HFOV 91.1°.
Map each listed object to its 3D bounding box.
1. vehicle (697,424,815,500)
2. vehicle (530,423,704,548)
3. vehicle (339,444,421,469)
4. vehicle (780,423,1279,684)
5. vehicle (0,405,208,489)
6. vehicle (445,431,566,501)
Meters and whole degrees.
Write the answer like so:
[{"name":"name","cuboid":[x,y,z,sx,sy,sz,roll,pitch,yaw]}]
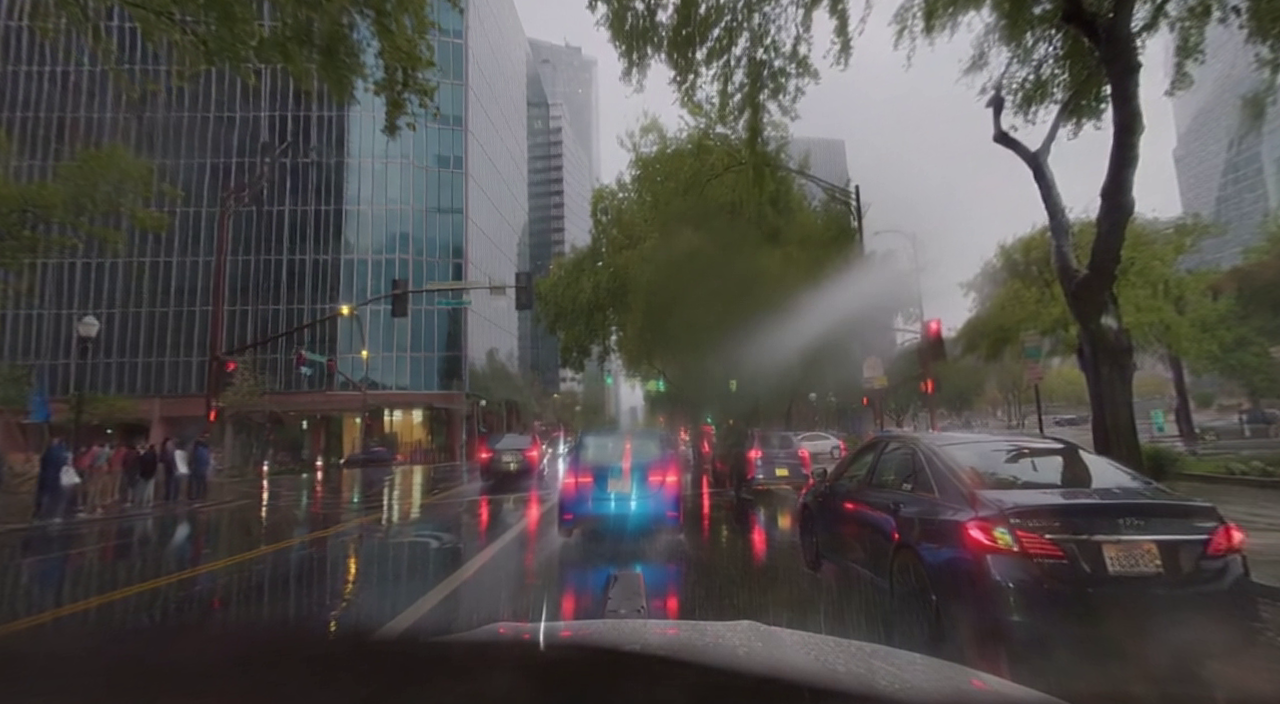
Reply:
[{"name":"vehicle","cuboid":[2.875,2.865,16.725,2.234,1.723,4.486,0,-8,-1]},{"name":"vehicle","cuboid":[-0.315,1.904,9.632,2.072,1.476,4.078,0,-8,-1]},{"name":"vehicle","cuboid":[-15.866,6.338,38.255,4.531,1.427,1.957,-4,-9,24]},{"name":"vehicle","cuboid":[2.754,1.453,5.714,1.952,1.464,4.165,0,-8,-1]},{"name":"vehicle","cuboid":[-25.629,4.361,28.913,8.989,3.623,2.884,0,-8,-2]},{"name":"vehicle","cuboid":[-3.240,2.844,16.085,2.068,1.513,4.221,0,-8,1]}]
